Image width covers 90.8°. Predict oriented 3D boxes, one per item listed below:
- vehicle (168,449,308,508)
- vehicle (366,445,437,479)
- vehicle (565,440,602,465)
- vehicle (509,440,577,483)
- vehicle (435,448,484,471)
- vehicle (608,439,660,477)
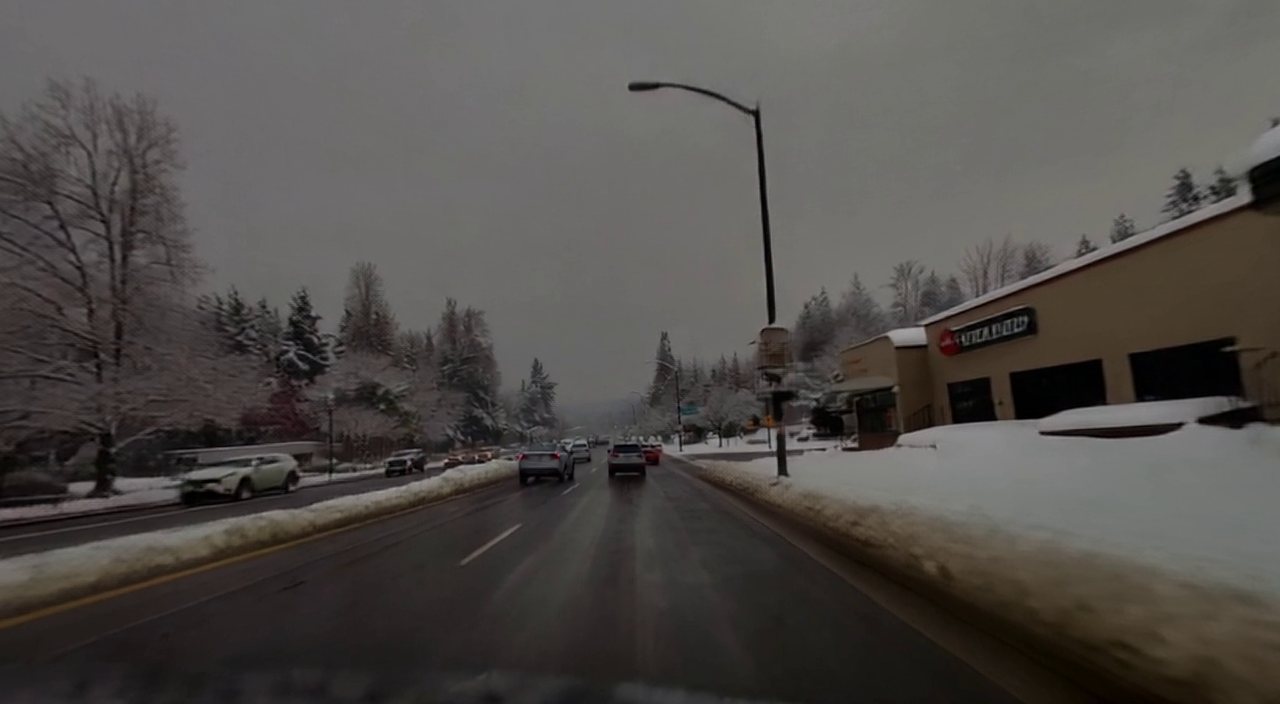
[{"bbox_3d":[-13.523,4.231,21.613,1.936,1.656,4.284,-3,-8,1],"label":"vehicle"},{"bbox_3d":[-13.083,6.028,34.973,1.999,1.755,4.518,-1,-8,3],"label":"vehicle"},{"bbox_3d":[-3.549,6.401,40.370,1.887,1.517,4.254,0,-8,1],"label":"vehicle"},{"bbox_3d":[-3.578,4.114,24.050,1.921,1.477,4.083,0,-8,0],"label":"vehicle"},{"bbox_3d":[-12.540,7.486,44.190,1.909,1.462,4.608,-1,-8,3],"label":"vehicle"},{"bbox_3d":[-0.309,4.537,27.304,2.085,1.475,3.976,0,-8,-2],"label":"vehicle"}]
